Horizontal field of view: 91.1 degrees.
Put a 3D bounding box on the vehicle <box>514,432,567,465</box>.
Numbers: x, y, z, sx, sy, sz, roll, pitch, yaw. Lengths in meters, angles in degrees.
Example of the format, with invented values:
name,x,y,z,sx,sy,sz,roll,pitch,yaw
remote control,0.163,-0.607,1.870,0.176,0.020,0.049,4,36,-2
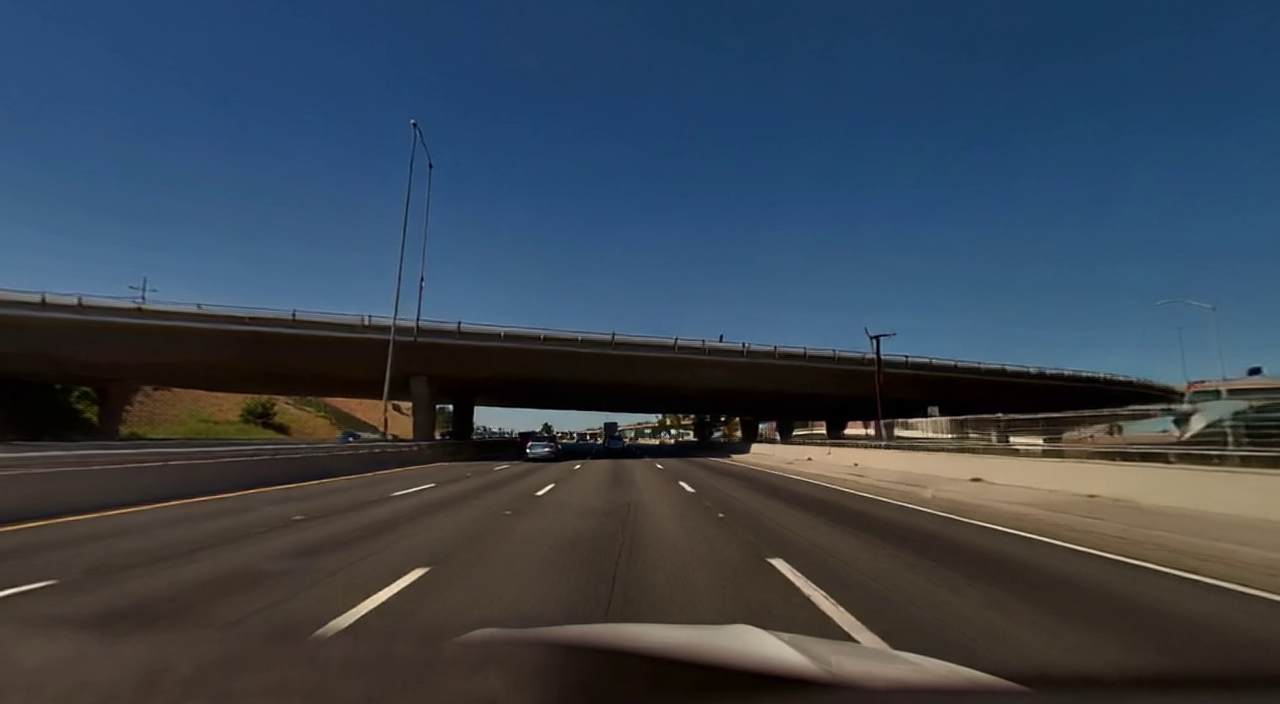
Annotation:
name,x,y,z,sx,sy,sz,roll,pitch,yaw
vehicle,-5.146,5.030,33.049,2.123,1.601,4.887,0,-8,-2
